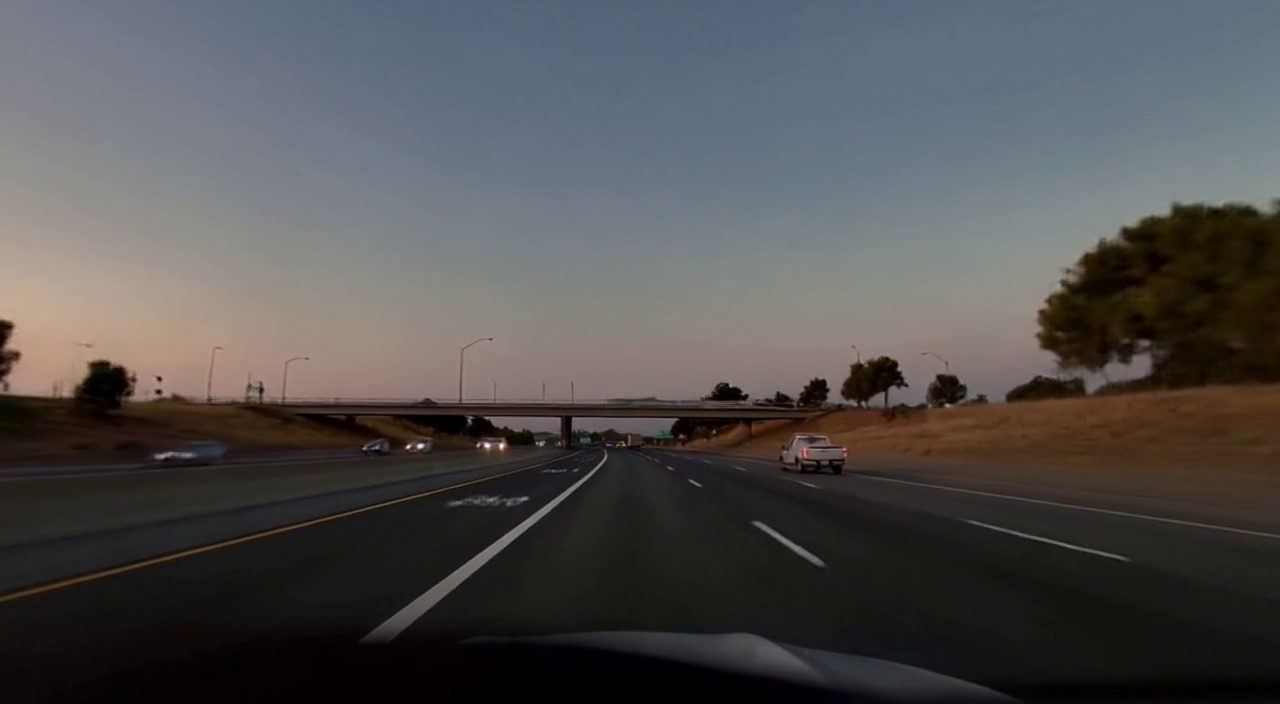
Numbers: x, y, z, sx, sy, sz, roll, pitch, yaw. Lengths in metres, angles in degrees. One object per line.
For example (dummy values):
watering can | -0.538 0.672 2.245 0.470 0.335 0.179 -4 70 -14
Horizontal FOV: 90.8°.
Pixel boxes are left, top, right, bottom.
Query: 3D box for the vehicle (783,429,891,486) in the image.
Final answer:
vehicle | 6.563 3.575 21.665 2.104 1.723 4.538 0 -8 -1

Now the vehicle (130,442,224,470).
vehicle | -25.348 5.703 34.755 1.864 1.438 4.340 0 -8 0
